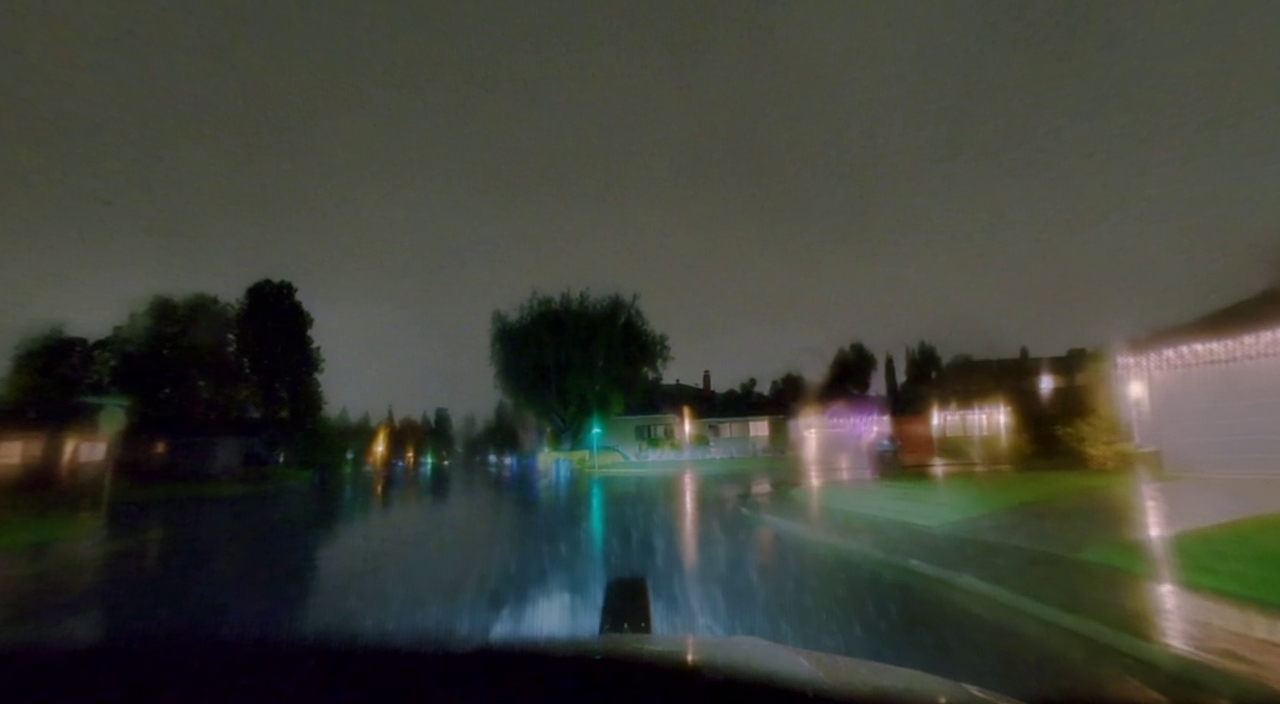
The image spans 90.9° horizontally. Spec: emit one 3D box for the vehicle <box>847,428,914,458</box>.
[{"bbox_3d":[15.360,5.879,40.644,1.992,1.813,5.079,0,-9,-4],"label":"vehicle"}]
